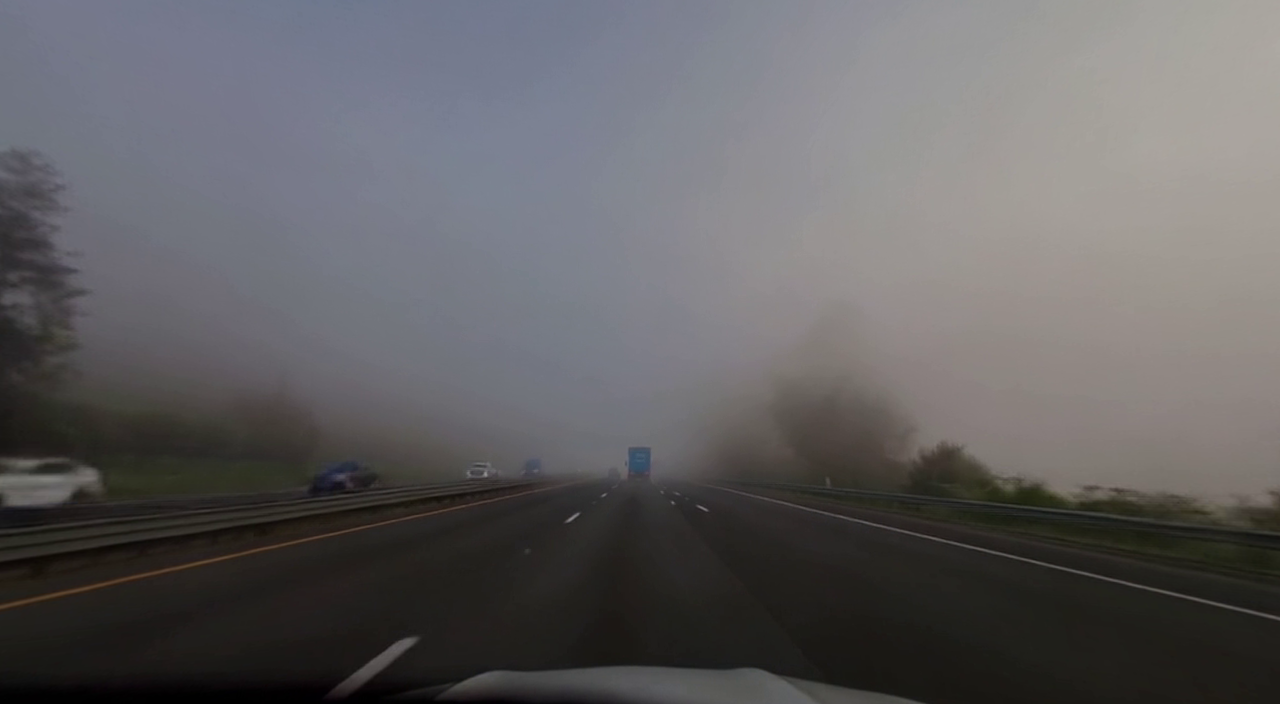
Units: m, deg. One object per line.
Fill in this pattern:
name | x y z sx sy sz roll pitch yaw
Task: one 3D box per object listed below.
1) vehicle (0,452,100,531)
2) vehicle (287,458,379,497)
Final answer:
vehicle | -12.988 2.628 11.968 1.856 1.473 4.003 1 -11 0
vehicle | -13.121 5.408 27.221 1.869 1.492 4.057 1 -11 0
